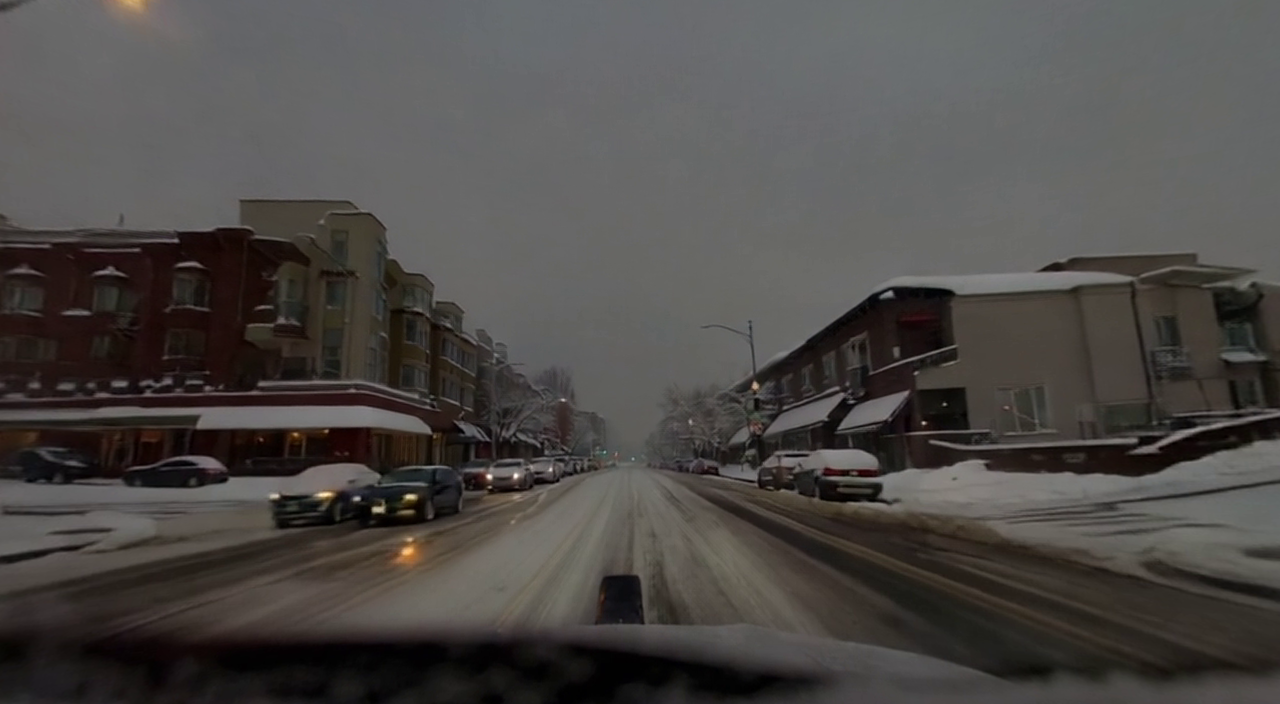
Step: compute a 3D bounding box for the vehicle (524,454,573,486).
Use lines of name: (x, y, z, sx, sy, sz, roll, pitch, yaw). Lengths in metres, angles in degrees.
vehicle: (-5.104, 6.646, 35.919, 1.950, 1.636, 4.253, -1, -9, 3)

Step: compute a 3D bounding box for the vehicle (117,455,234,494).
vehicle: (-23.145, 6.058, 31.687, 1.771, 1.718, 4.249, -5, -9, 27)

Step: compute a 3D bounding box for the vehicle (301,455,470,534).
vehicle: (-5.617, 3.178, 14.667, 2.052, 1.481, 4.248, -1, -8, 2)

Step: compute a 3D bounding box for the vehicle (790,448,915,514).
vehicle: (5.774, 3.529, 17.835, 1.957, 1.572, 4.418, 0, -9, 0)

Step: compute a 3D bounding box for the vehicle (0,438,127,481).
vehicle: (-33.809, 6.114, 36.536, 2.014, 2.203, 6.002, -3, -8, 22)

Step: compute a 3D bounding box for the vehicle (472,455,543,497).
vehicle: (-5.336, 5.028, 25.952, 1.949, 1.533, 3.864, -1, -9, 2)
